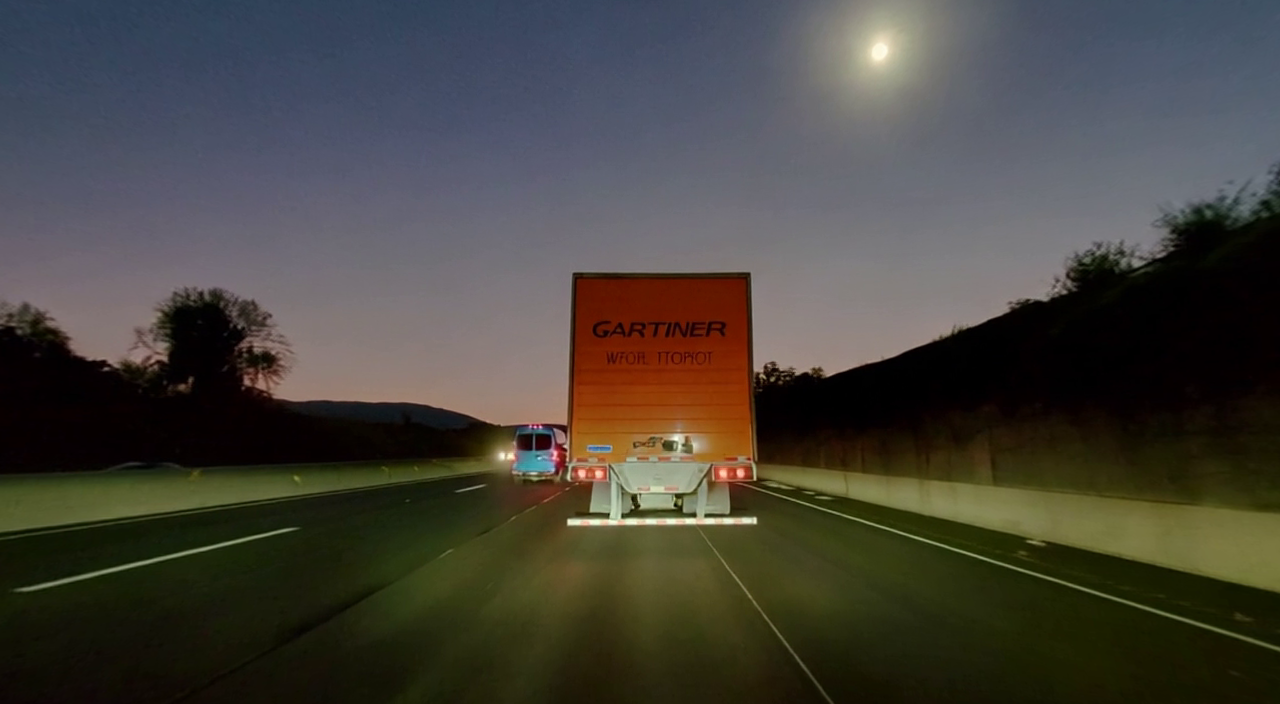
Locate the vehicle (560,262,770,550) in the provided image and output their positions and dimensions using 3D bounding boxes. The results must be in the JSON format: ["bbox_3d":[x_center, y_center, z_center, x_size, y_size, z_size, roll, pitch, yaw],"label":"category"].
[{"bbox_3d":[0.415,1.518,14.110,2.853,4.054,10.557,0,-9,1],"label":"vehicle"}]

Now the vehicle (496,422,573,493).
[{"bbox_3d":[-4.048,4.207,25.297,2.208,2.522,5.187,0,-9,0],"label":"vehicle"}]

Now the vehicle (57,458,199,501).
[{"bbox_3d":[-21.106,5.238,26.349,1.963,1.545,4.717,0,-9,0],"label":"vehicle"}]

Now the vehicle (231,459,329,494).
[{"bbox_3d":[-17.518,6.044,31.013,1.985,1.491,4.900,0,-9,-1],"label":"vehicle"}]
